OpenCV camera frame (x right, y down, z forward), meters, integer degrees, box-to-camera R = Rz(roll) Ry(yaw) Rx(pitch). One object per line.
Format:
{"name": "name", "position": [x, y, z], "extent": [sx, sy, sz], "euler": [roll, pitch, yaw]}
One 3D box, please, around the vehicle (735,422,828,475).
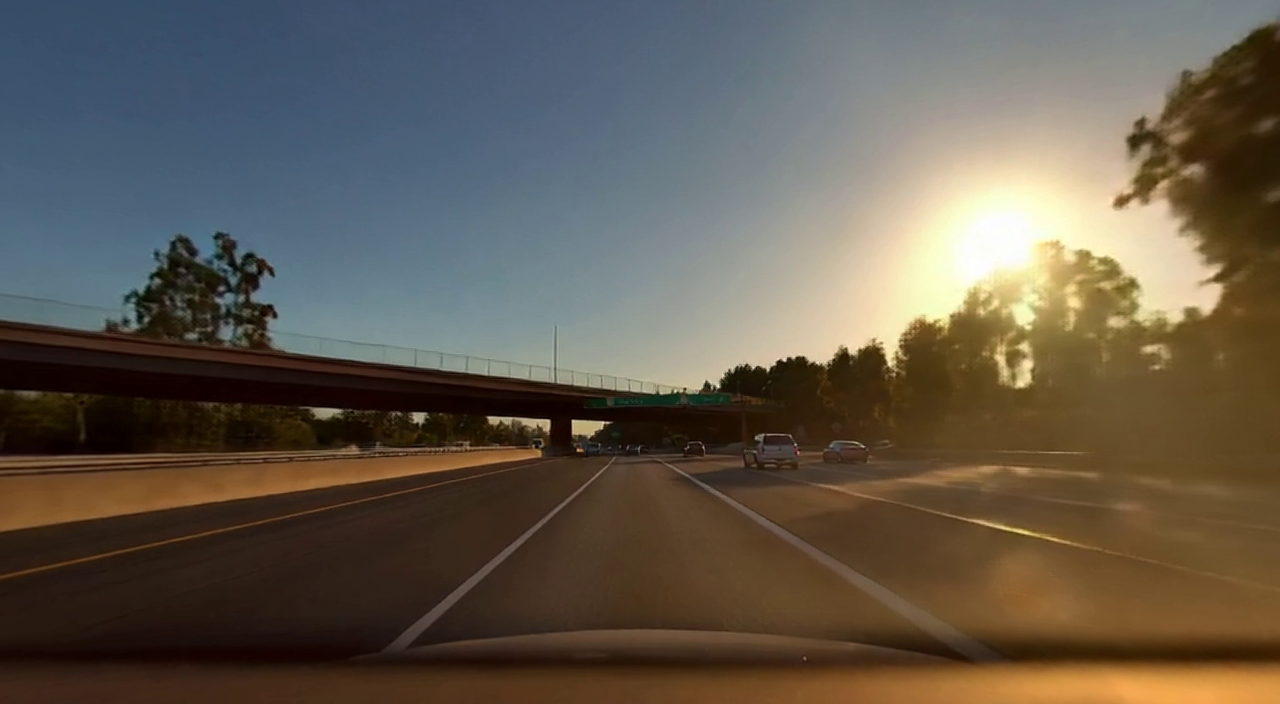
{"name": "vehicle", "position": [6.989, 4.940, 32.335], "extent": [2.779, 2.339, 8.073], "euler": [0, -9, -1]}

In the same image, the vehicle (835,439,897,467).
{"name": "vehicle", "position": [13.969, 6.268, 39.167], "extent": [2.072, 1.611, 4.387], "euler": [0, -9, -2]}
